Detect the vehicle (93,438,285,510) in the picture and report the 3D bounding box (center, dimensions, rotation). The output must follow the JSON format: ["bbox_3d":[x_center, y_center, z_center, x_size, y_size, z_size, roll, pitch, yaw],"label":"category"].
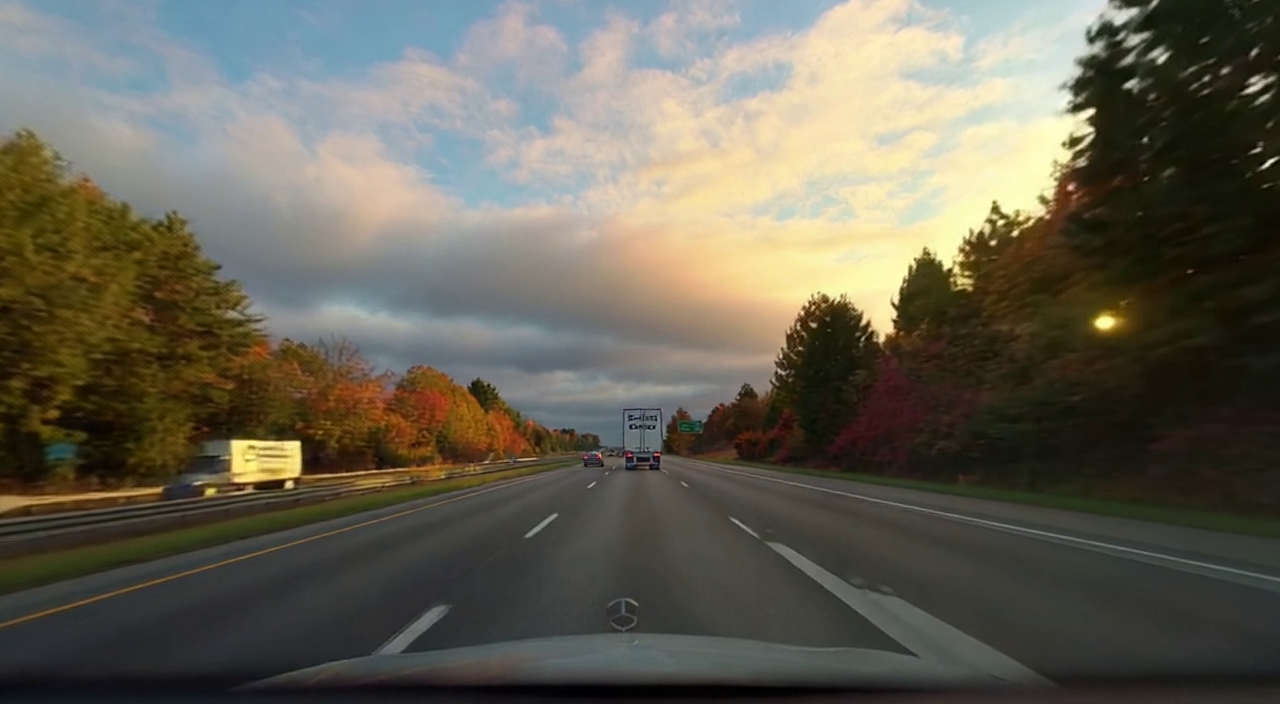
[{"bbox_3d":[-16.930,4.581,24.224,2.502,2.373,6.551,0,-9,0],"label":"vehicle"}]
